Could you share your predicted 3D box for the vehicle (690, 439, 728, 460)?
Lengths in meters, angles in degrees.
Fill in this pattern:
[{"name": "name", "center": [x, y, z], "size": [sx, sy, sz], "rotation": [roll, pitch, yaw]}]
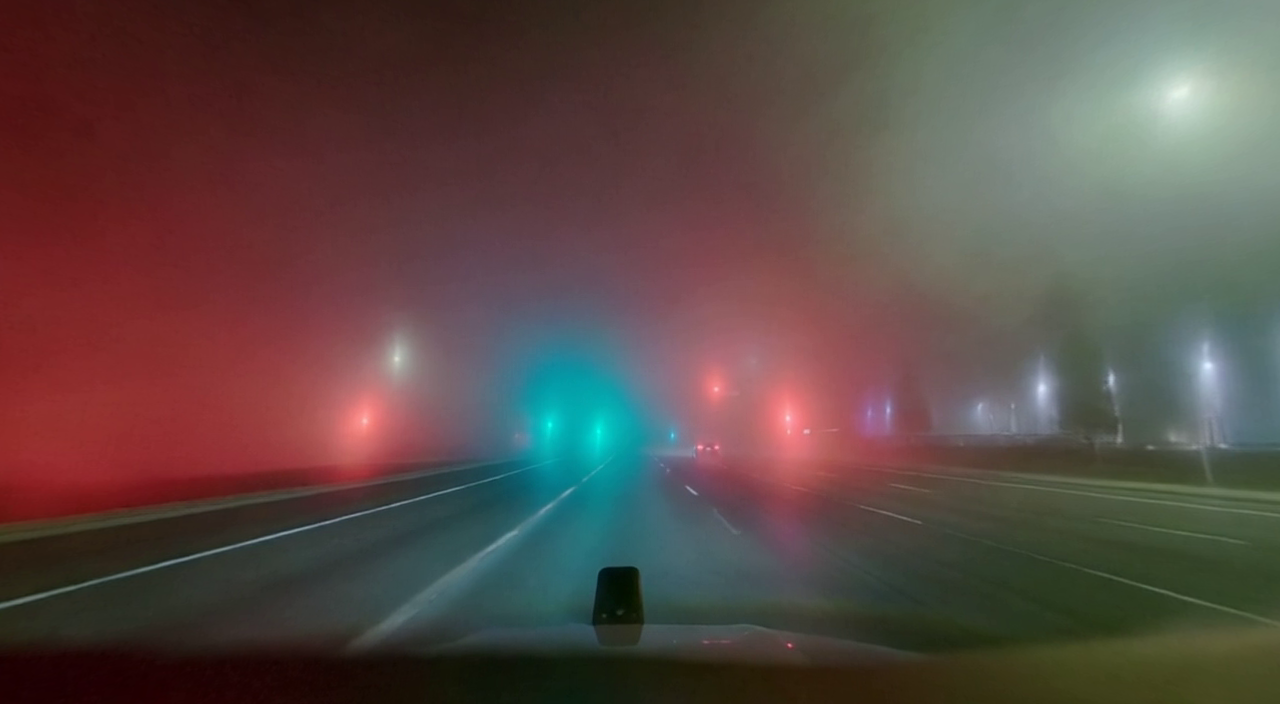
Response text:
[{"name": "vehicle", "center": [5.036, 7.189, 46.724], "size": [2.187, 1.475, 4.529], "rotation": [0, -8, -1]}]
